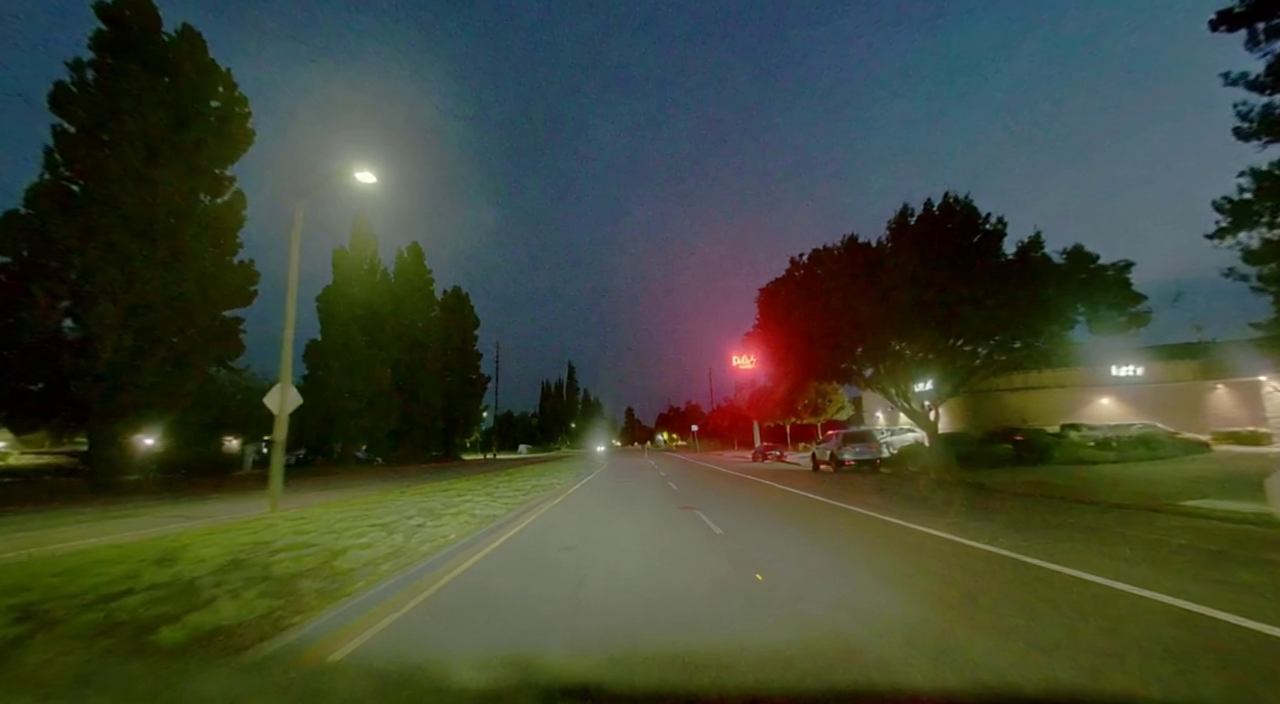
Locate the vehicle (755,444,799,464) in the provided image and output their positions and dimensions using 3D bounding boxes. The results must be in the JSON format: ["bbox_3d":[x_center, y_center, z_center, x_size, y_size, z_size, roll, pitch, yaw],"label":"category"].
[{"bbox_3d":[10.052,7.509,46.681,2.034,1.437,4.728,0,-8,-2],"label":"vehicle"}]

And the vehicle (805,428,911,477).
[{"bbox_3d":[10.186,4.758,30.221,2.610,2.072,5.985,0,-8,-3],"label":"vehicle"}]

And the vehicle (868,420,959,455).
[{"bbox_3d":[20.516,6.438,47.459,5.877,2.471,2.528,-5,-10,30],"label":"vehicle"}]
